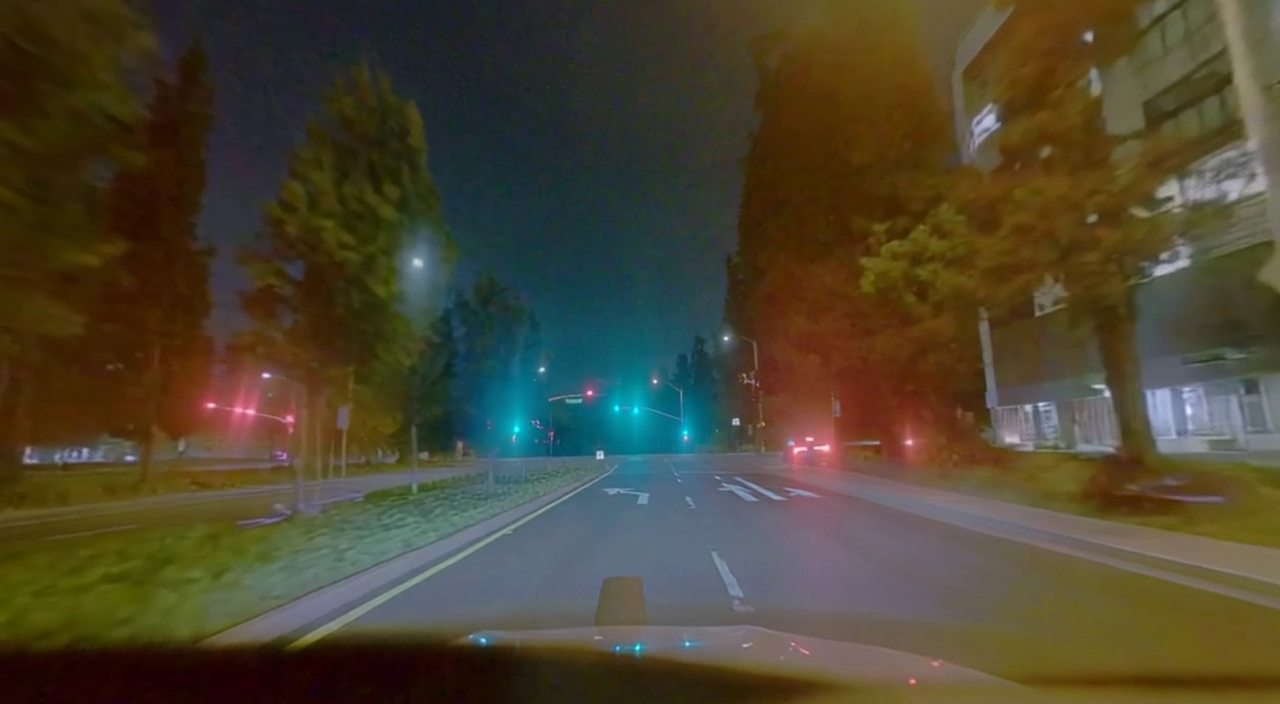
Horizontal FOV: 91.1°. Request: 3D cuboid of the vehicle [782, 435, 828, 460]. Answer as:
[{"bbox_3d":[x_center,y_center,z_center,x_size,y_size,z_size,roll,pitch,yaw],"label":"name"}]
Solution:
[{"bbox_3d":[12.483,7.273,47.791,2.185,1.792,4.942,0,-8,0],"label":"vehicle"}]
